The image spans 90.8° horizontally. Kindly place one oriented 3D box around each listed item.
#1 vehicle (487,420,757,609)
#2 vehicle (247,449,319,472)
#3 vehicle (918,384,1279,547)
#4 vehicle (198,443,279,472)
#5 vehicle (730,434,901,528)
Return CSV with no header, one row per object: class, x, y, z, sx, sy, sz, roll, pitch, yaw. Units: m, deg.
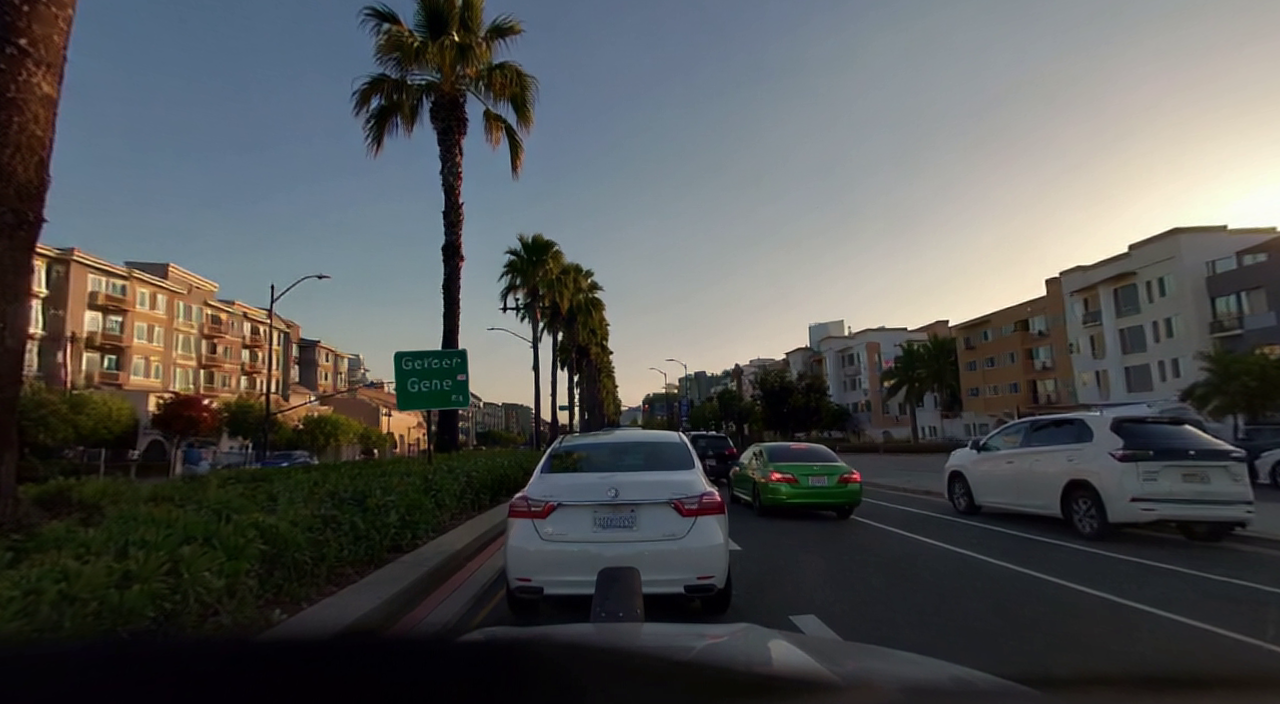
vehicle,-0.153,1.601,7.095,2.158,1.498,3.919,0,-8,0
vehicle,-23.825,7.256,42.368,1.972,1.425,4.765,0,-8,1
vehicle,7.199,1.859,10.917,2.254,2.072,5.577,0,-9,1
vehicle,-28.327,7.424,44.840,2.115,1.884,5.481,0,-8,0
vehicle,3.085,2.359,12.204,1.925,1.451,4.436,0,-8,-2
